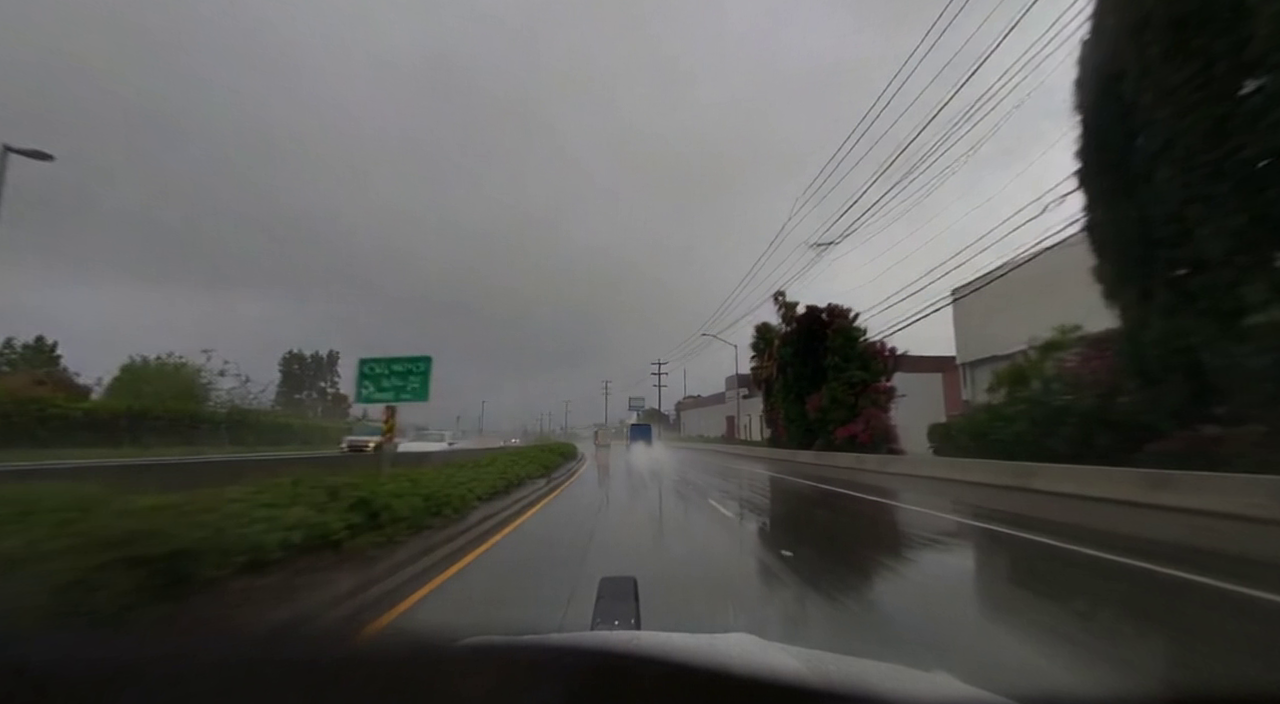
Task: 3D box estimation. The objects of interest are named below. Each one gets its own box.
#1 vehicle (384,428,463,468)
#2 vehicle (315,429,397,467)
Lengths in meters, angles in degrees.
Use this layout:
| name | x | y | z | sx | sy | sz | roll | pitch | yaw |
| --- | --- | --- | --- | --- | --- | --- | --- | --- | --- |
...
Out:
| name | x | y | z | sx | sy | sz | roll | pitch | yaw |
| --- | --- | --- | --- | --- | --- | --- | --- | --- | --- |
| vehicle | -8.900 | 3.983 | 26.272 | 1.857 | 1.503 | 4.438 | 0 | -8 | -2 |
| vehicle | -12.830 | 4.349 | 28.755 | 1.891 | 1.569 | 4.069 | 0 | -8 | -1 |
